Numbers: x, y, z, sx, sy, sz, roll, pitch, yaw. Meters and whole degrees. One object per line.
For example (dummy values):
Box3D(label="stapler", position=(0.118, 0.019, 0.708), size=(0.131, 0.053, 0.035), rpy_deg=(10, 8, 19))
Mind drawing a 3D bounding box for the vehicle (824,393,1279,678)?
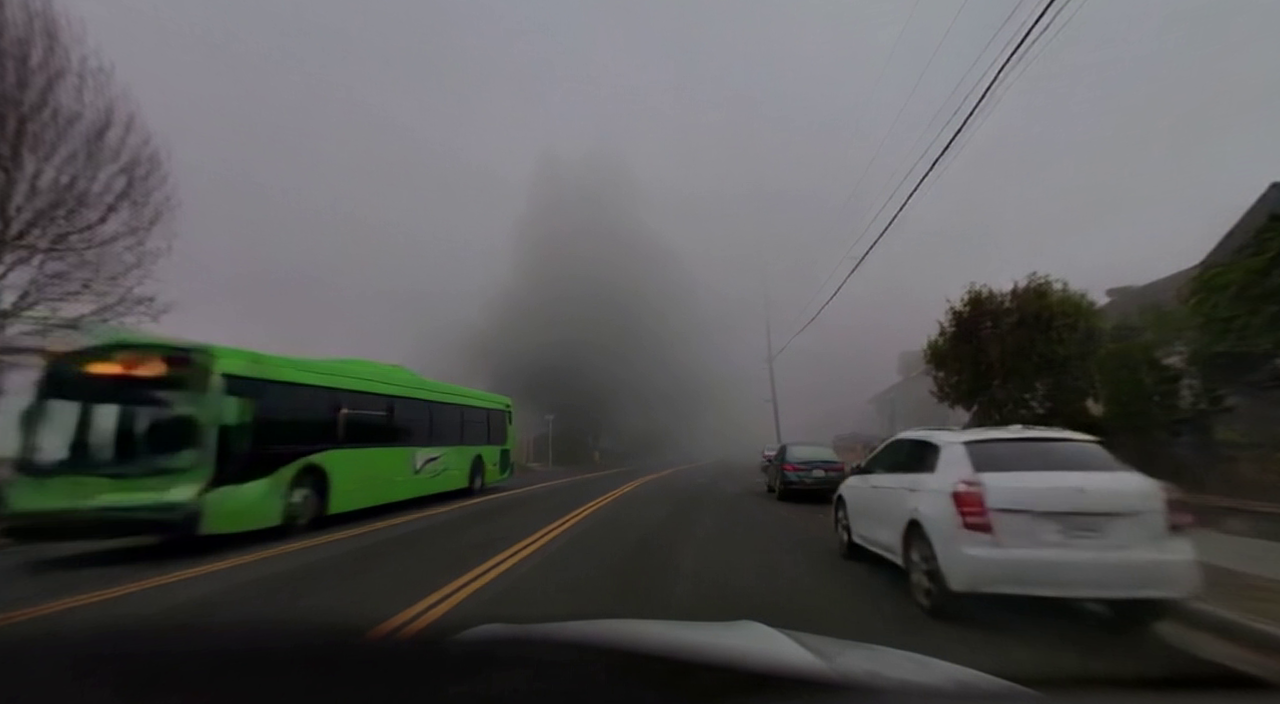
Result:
Box3D(label="vehicle", position=(3.133, 1.347, 5.669), size=(1.984, 1.601, 3.994), rpy_deg=(0, -9, 4))

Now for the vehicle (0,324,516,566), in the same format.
Box3D(label="vehicle", position=(-6.621, 2.205, 14.962), size=(3.577, 3.168, 13.108), rpy_deg=(-1, -9, 5))

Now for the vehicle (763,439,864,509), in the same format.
Box3D(label="vehicle", position=(3.973, 2.831, 15.031), size=(1.665, 1.425, 3.727), rpy_deg=(-1, -9, 6))
